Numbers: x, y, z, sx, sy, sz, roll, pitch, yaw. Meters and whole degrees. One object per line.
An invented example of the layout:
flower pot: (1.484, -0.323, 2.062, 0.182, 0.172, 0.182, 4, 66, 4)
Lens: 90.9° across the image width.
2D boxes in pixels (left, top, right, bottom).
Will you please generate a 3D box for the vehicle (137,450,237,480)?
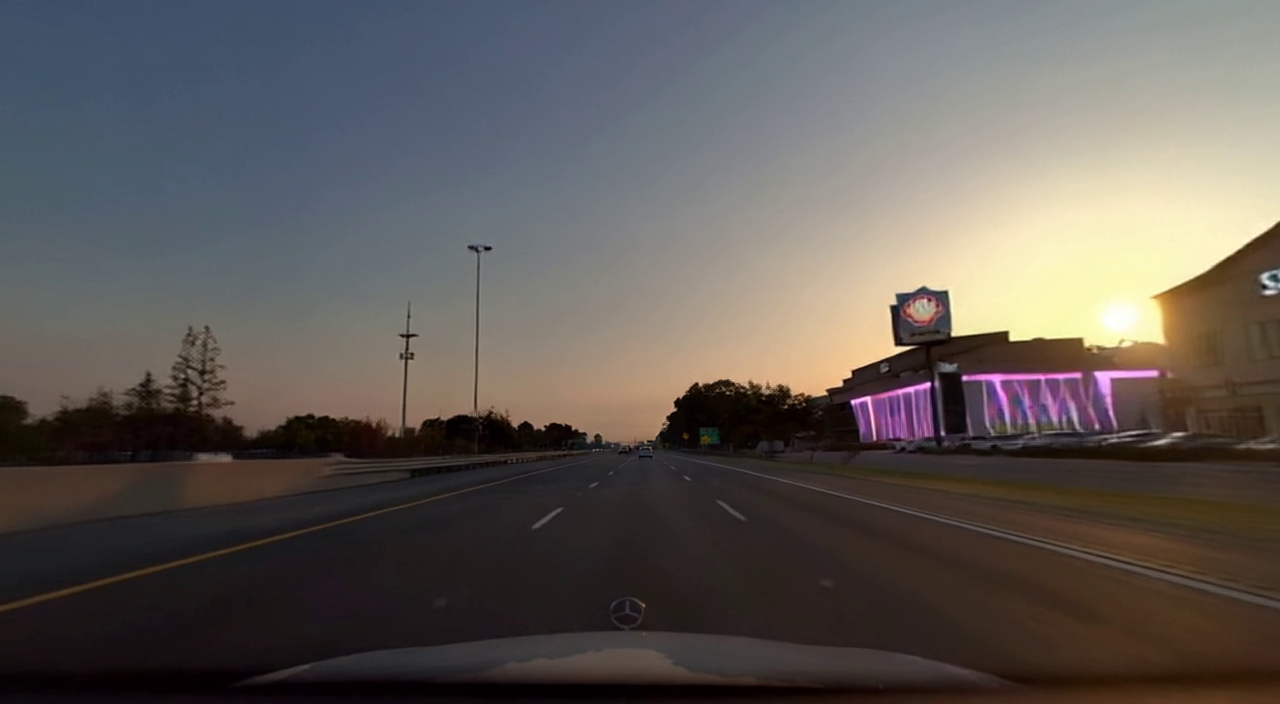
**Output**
vehicle: (-24.806, 6.162, 34.784, 2.049, 1.499, 4.699, 0, -8, 0)
